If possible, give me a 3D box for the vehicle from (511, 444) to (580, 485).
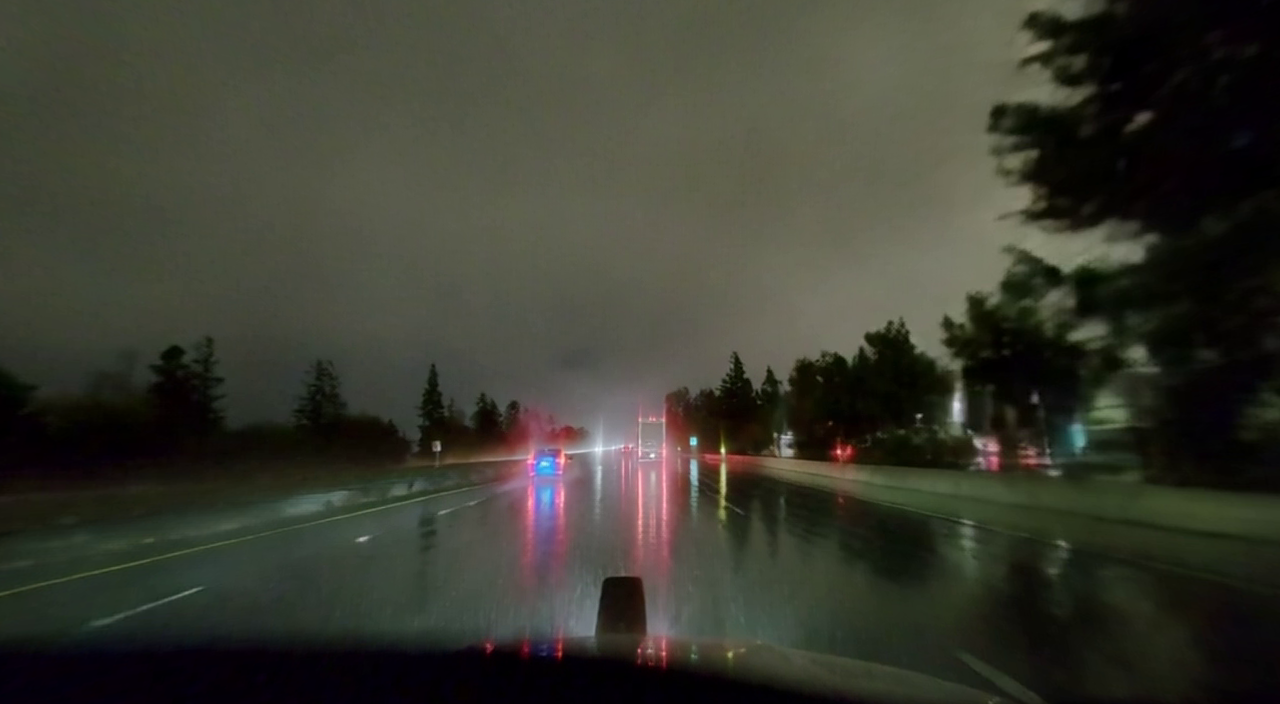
[{"bbox_3d":[-3.893,4.737,26.847,1.999,1.533,4.870,-1,-9,2],"label":"vehicle"}]
